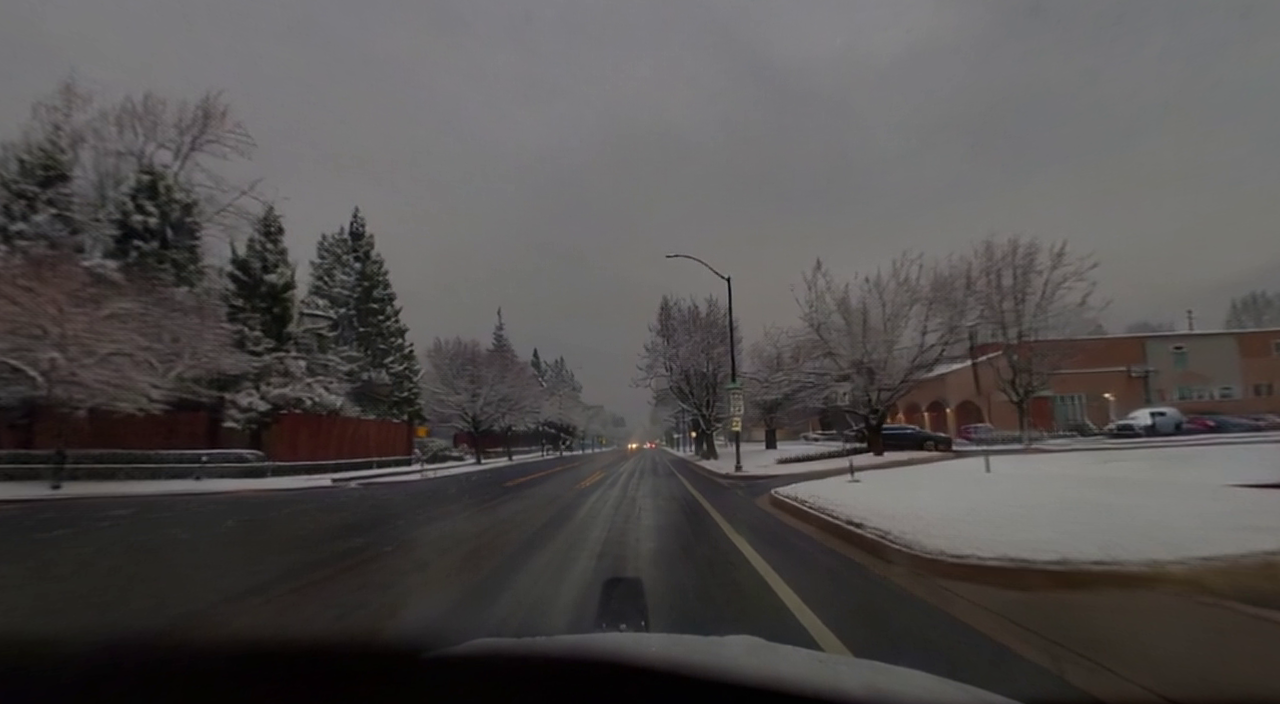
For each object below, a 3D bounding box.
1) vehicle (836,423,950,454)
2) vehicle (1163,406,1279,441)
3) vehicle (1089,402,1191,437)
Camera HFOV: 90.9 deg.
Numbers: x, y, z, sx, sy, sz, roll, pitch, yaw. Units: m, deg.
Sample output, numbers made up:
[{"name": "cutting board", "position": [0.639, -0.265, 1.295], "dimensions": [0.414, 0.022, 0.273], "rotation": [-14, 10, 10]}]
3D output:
[{"name": "vehicle", "position": [12.799, 4.417, 32.144], "dimensions": [4.955, 1.489, 2.002], "rotation": [0, -8, 1]}, {"name": "vehicle", "position": [27.228, 3.407, 29.436], "dimensions": [1.911, 1.461, 4.284], "rotation": [0, -8, 0]}, {"name": "vehicle", "position": [27.282, 3.784, 34.636], "dimensions": [1.850, 1.706, 4.610], "rotation": [0, -8, 0]}]
